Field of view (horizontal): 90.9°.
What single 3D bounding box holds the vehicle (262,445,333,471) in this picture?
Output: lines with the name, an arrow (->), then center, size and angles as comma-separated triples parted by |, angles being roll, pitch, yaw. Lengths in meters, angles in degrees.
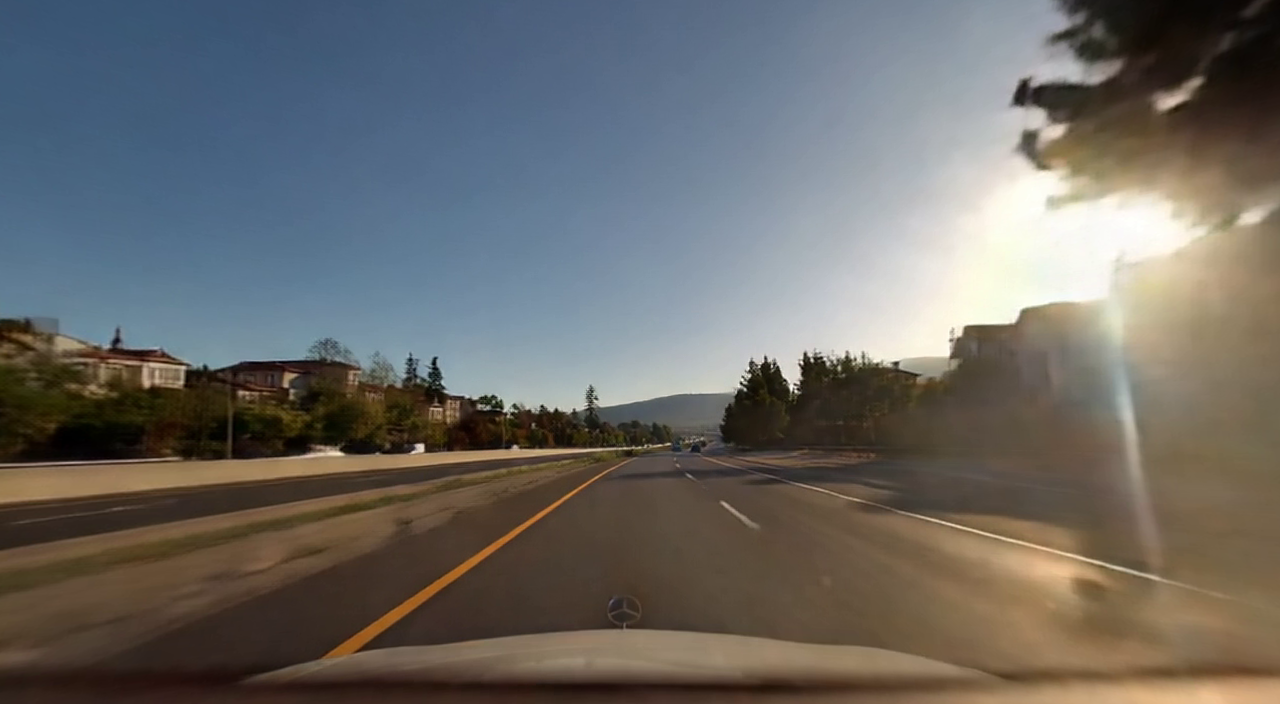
vehicle -> -21.395, 6.627, 39.613 | 1.901, 1.507, 4.412 | -1, -8, 2
